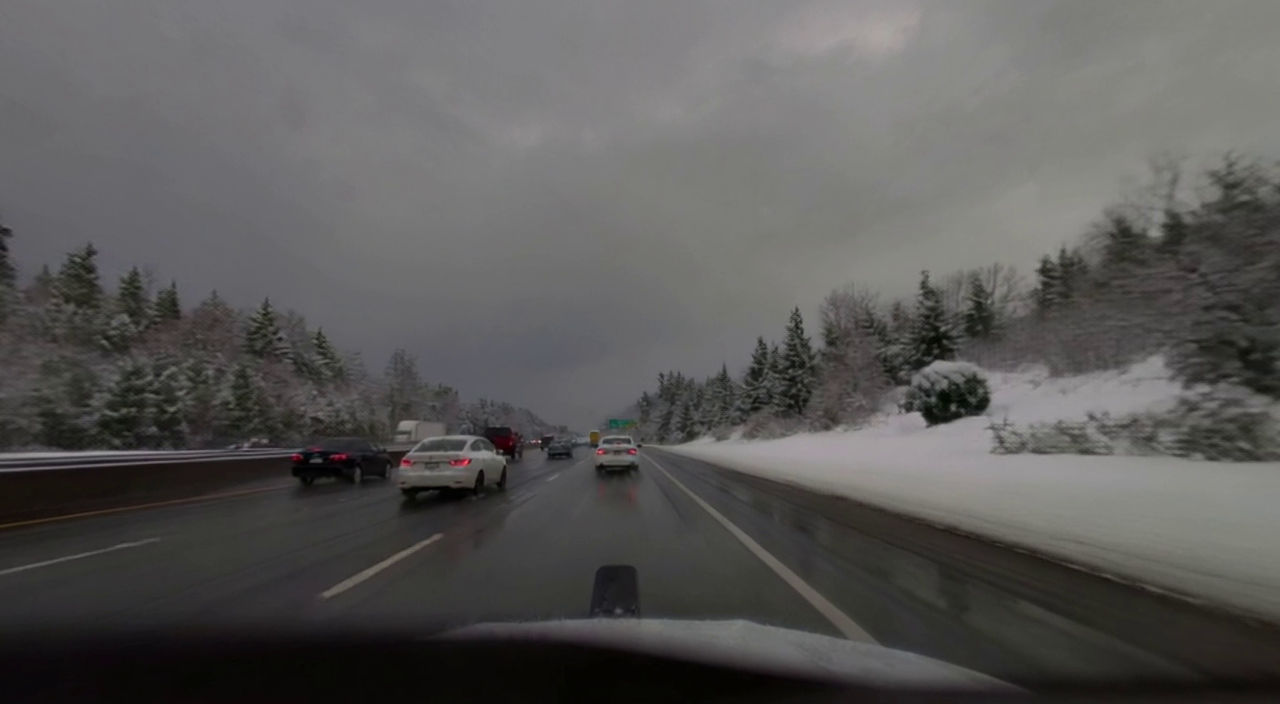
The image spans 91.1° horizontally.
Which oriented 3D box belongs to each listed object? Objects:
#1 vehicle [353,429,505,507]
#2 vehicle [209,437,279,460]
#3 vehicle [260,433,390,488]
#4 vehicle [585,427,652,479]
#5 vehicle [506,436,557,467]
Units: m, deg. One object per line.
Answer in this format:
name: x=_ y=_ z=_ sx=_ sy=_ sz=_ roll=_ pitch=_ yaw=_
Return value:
vehicle: x=-4.518 y=2.514 z=14.269 sx=1.971 sy=1.464 sz=4.386 roll=0 pitch=-8 yaw=-1
vehicle: x=-25.953 y=6.335 z=41.421 sx=1.802 sy=1.434 sz=4.370 roll=0 pitch=-8 yaw=-1
vehicle: x=-9.258 y=3.187 z=18.904 sx=1.850 sy=1.439 sz=3.932 roll=0 pitch=-8 yaw=0
vehicle: x=-0.737 y=3.554 z=22.477 sx=2.178 sy=1.658 sz=3.916 roll=0 pitch=-8 yaw=-1
vehicle: x=-5.228 y=4.835 z=30.820 sx=1.835 sy=1.432 sz=3.835 roll=0 pitch=-8 yaw=0
